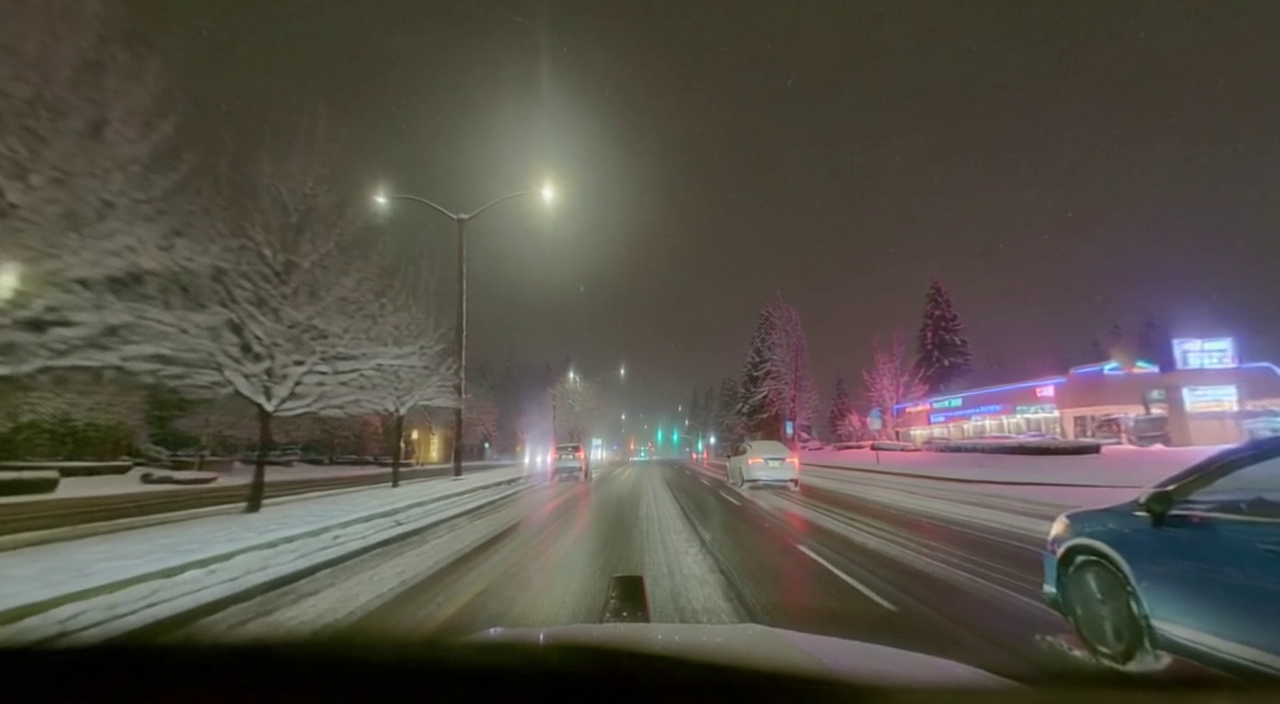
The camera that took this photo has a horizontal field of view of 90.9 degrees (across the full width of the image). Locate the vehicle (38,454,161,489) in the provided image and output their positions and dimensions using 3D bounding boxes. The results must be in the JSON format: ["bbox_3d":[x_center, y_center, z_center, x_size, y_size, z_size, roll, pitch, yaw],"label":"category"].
[{"bbox_3d":[-28.245,6.228,33.123,4.681,1.623,1.998,7,-11,-39],"label":"vehicle"}]

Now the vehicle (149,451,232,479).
[{"bbox_3d":[-30.741,7.706,43.303,1.925,1.776,4.722,-1,-8,4],"label":"vehicle"}]

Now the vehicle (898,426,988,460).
[{"bbox_3d":[20.779,6.291,43.779,2.705,2.011,7.332,-3,-8,1],"label":"vehicle"}]

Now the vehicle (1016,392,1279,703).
[{"bbox_3d":[3.590,0.827,1.959,1.976,1.491,4.714,0,-8,1],"label":"vehicle"}]

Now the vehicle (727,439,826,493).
[{"bbox_3d":[4.161,3.545,20.045,2.036,1.480,4.659,0,-8,-1],"label":"vehicle"}]

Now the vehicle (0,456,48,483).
[{"bbox_3d":[-43.790,8.075,43.396,1.895,1.764,4.510,1,-8,-5],"label":"vehicle"}]

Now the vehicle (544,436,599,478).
[{"bbox_3d":[-3.055,4.804,29.099,1.981,1.731,4.360,0,-8,1],"label":"vehicle"}]
